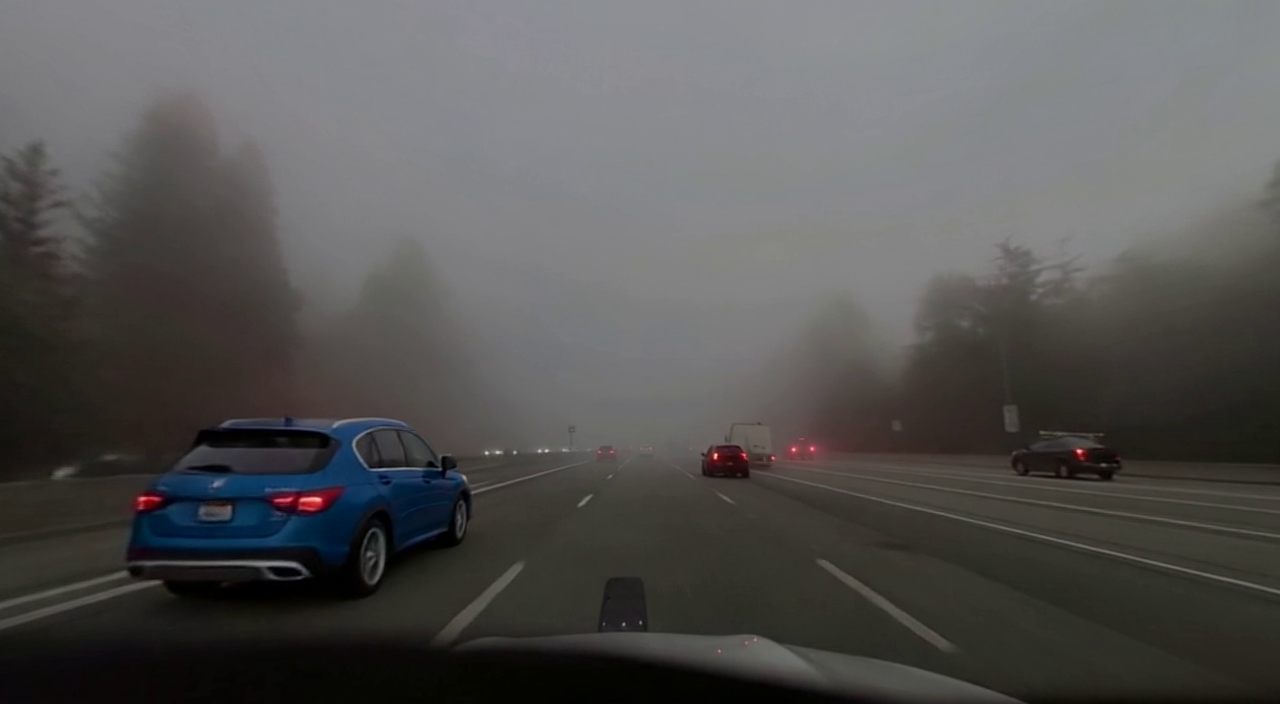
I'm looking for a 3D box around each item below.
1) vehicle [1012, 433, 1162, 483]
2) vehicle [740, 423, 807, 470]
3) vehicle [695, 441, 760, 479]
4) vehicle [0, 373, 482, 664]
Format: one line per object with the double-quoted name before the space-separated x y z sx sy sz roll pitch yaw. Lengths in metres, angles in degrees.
"vehicle" 19.487 4.657 27.997 2.221 1.995 5.803 0 -9 -2
"vehicle" 7.942 5.736 38.126 2.729 2.628 4.875 0 -9 -2
"vehicle" 3.701 4.658 27.459 2.080 1.493 4.674 0 -9 -1
"vehicle" -3.469 1.403 6.535 2.218 1.764 5.229 0 -9 1
